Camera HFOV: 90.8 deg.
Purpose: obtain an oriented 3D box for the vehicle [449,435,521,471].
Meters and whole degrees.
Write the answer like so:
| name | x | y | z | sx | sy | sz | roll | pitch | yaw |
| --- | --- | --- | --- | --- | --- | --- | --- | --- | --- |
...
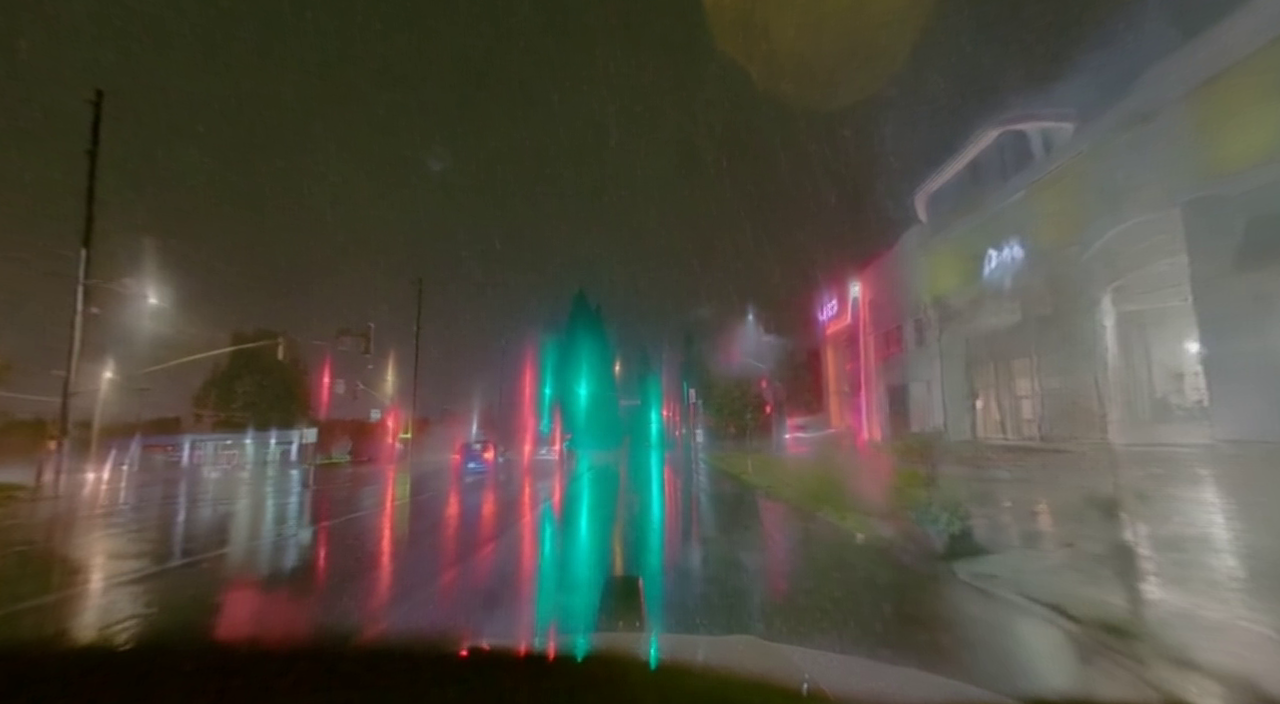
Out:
| name | x | y | z | sx | sy | sz | roll | pitch | yaw |
| --- | --- | --- | --- | --- | --- | --- | --- | --- | --- |
| vehicle | -6.682 | 4.411 | 27.685 | 1.966 | 1.439 | 4.161 | 0 | -8 | 2 |

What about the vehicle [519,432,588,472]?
| name | x | y | z | sx | sy | sz | roll | pitch | yaw |
| --- | --- | --- | --- | --- | --- | --- | --- | --- | --- |
| vehicle | -3.371 | 4.031 | 25.642 | 2.054 | 1.449 | 4.772 | 0 | -8 | 1 |
